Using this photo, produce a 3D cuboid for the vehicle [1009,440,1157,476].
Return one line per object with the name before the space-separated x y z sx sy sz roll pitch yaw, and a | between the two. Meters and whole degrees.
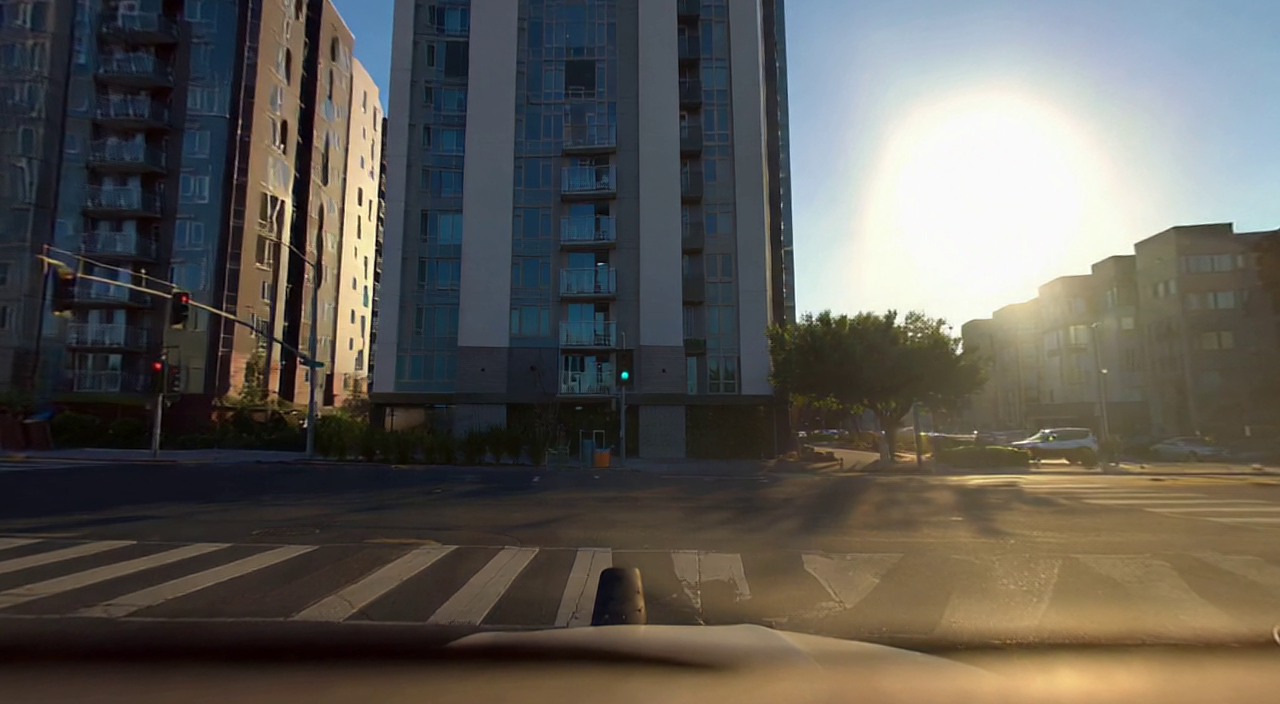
vehicle | 18.623 4.461 26.677 4.823 1.458 1.914 0 -9 -1
